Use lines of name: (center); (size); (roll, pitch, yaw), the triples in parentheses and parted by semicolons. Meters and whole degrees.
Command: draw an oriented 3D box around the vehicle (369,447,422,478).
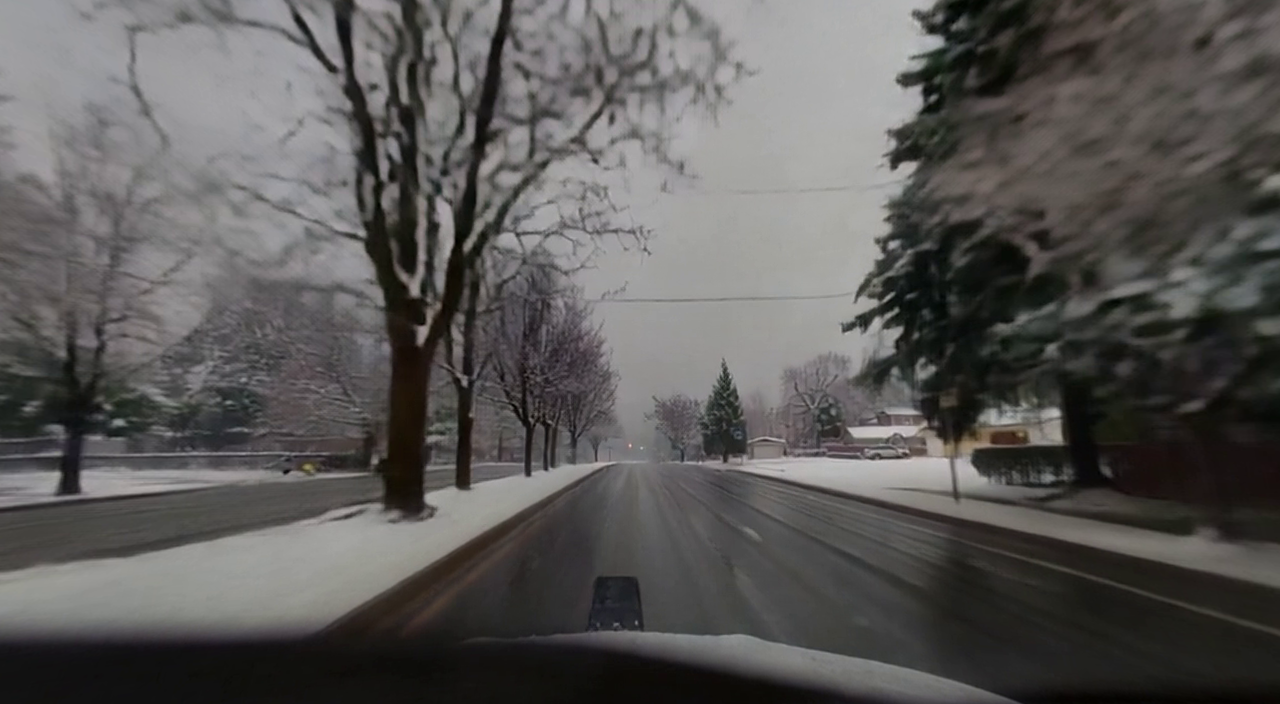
vehicle: (-12.690, 5.746, 33.068); (2.068, 1.502, 4.643); (2, -10, -15)
